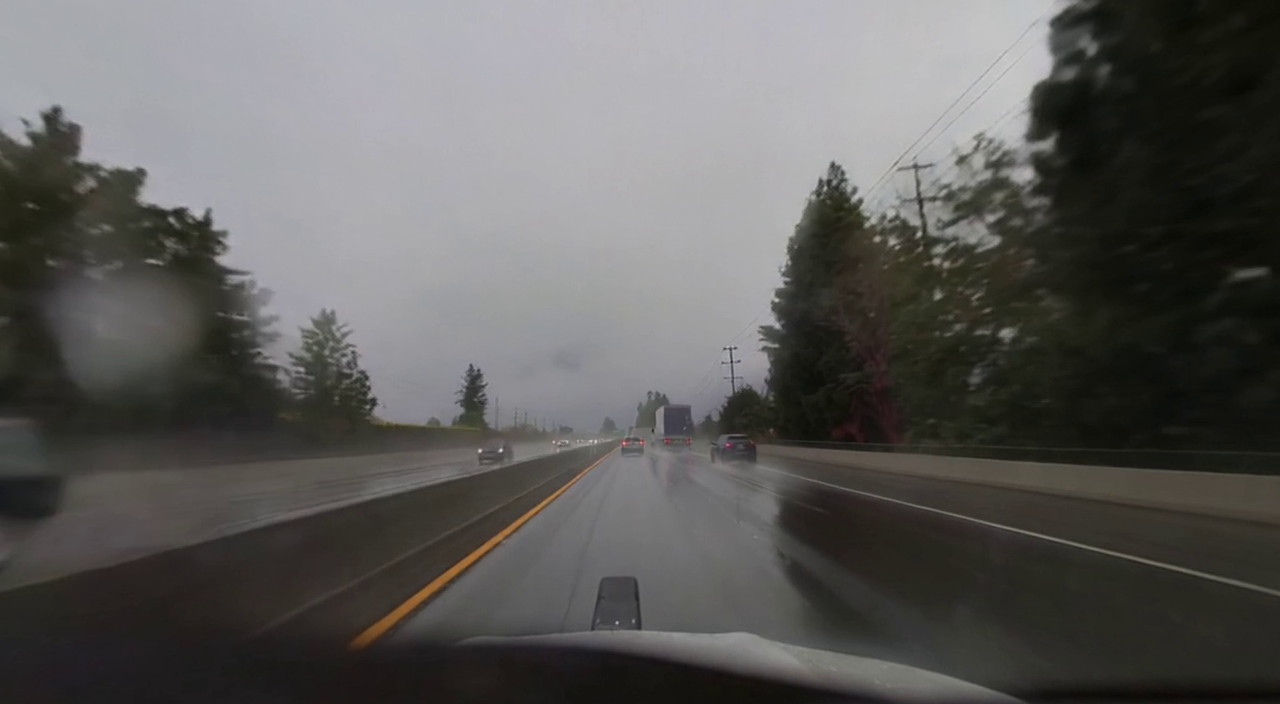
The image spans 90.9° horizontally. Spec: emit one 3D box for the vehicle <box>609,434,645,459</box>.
[{"bbox_3d":[-0.833,6.019,40.324,2.163,1.466,3.693,0,-7,-1],"label":"vehicle"}]

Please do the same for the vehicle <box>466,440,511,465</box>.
[{"bbox_3d":[-9.451,6.278,39.675,1.820,1.451,4.375,0,-8,0],"label":"vehicle"}]

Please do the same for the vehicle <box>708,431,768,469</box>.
[{"bbox_3d":[4.266,4.301,28.020,1.930,1.573,3.853,0,-8,-2],"label":"vehicle"}]
